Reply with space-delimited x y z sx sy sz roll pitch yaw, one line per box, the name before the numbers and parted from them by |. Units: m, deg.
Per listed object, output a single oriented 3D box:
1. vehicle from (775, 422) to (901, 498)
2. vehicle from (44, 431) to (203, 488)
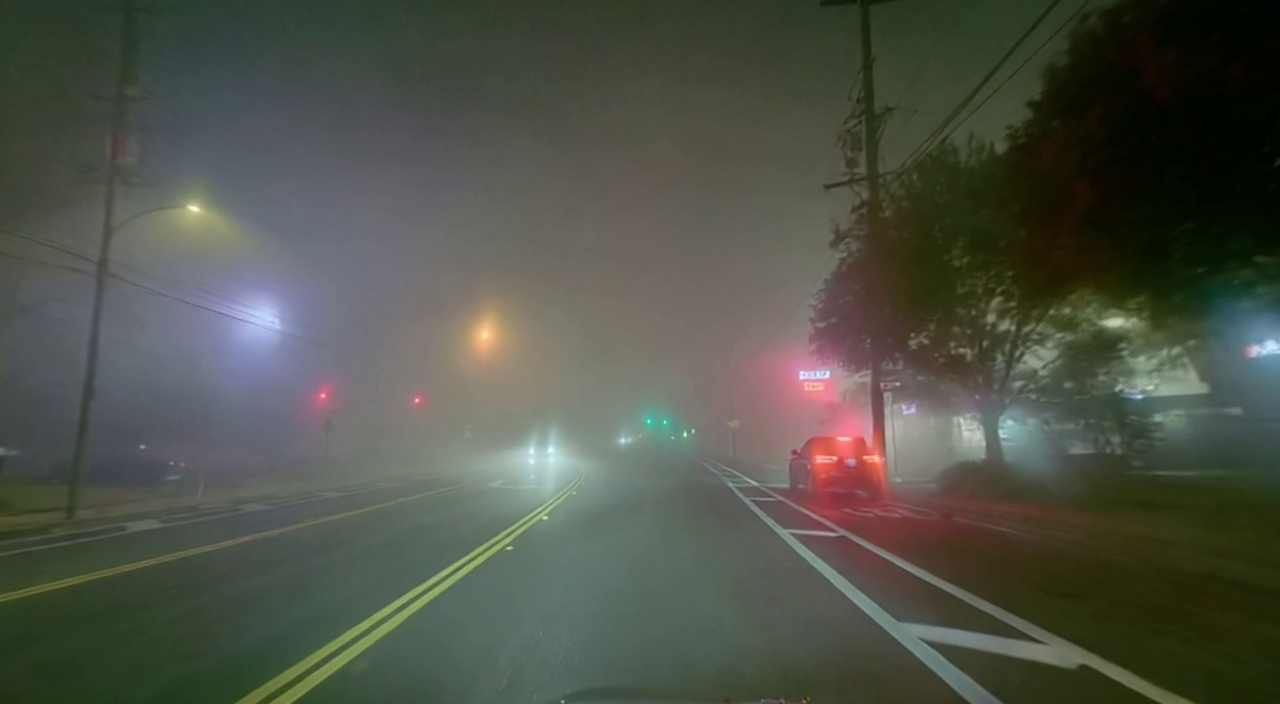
vehicle | 5.377 3.013 17.921 2.182 1.850 4.705 0 -8 2
vehicle | -20.978 4.347 25.799 4.632 2.049 1.973 -1 -7 -5
